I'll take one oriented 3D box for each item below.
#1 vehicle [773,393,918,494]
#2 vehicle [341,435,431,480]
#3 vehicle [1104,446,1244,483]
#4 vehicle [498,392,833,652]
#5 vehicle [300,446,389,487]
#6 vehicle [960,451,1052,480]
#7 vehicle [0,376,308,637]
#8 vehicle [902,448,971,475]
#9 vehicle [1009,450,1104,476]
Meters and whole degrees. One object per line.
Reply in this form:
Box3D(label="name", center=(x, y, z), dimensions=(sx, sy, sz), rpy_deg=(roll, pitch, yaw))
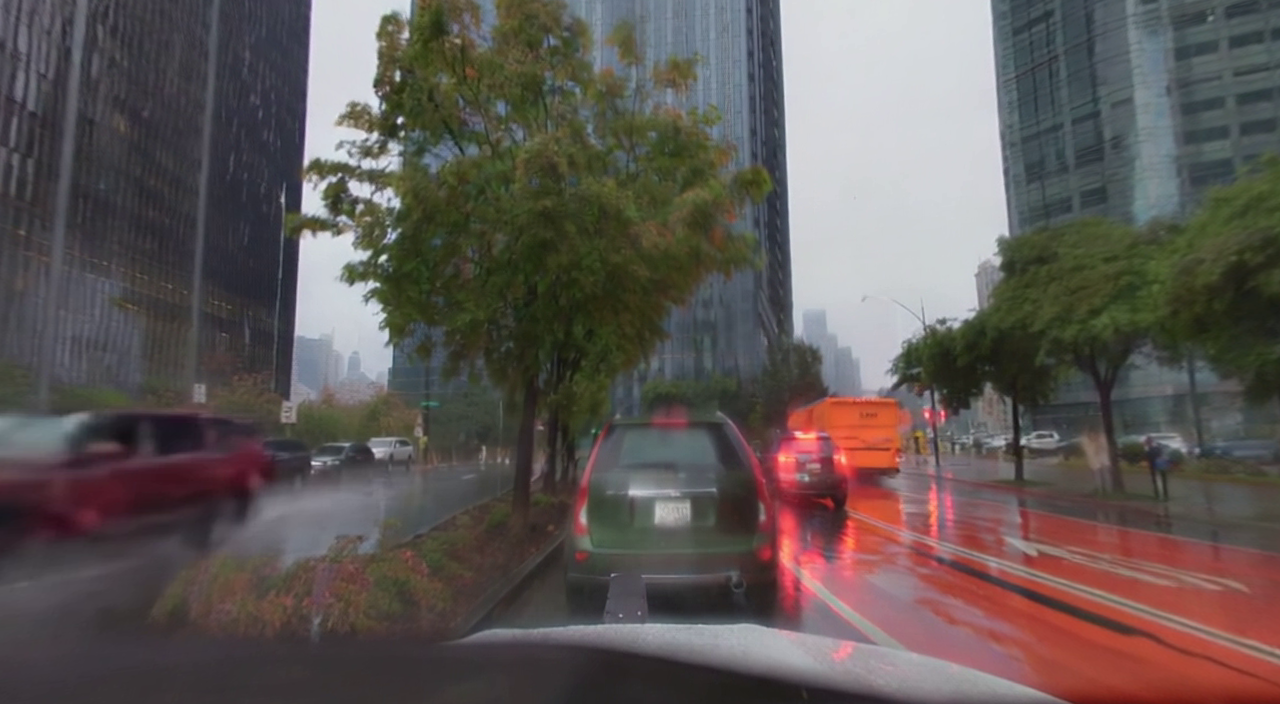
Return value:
Box3D(label="vehicle", center=(7.185, 3.411, 23.516), dimensions=(3.113, 3.116, 7.650), rpy_deg=(0, -8, 3))
Box3D(label="vehicle", center=(-12.103, 5.065, 30.605), dimensions=(2.338, 1.963, 5.740), rpy_deg=(0, -9, -4))
Box3D(label="vehicle", center=(30.832, 6.479, 36.813), dimensions=(5.890, 1.996, 2.155), rpy_deg=(-6, -10, 34))
Box3D(label="vehicle", center=(0.205, 1.426, 6.305), dimensions=(2.192, 1.695, 4.142), rpy_deg=(0, -8, 1))
Box3D(label="vehicle", center=(-11.587, 4.495, 25.095), dimensions=(1.791, 1.463, 4.210), rpy_deg=(0, -9, -4))
Box3D(label="vehicle", center=(23.873, 7.394, 41.308), dimensions=(4.956, 1.706, 1.822), rpy_deg=(-6, -10, 33))
Box3D(label="vehicle", center=(-5.674, 1.379, 6.441), dimensions=(2.198, 1.779, 4.926), rpy_deg=(1, -9, -5))
Box3D(label="vehicle", center=(21.854, 8.027, 46.577), dimensions=(4.211, 1.820, 2.094), rpy_deg=(-6, -10, 35))
Box3D(label="vehicle", center=(28.035, 7.445, 42.690), dimensions=(5.153, 1.626, 1.895), rpy_deg=(-6, -10, 33))
